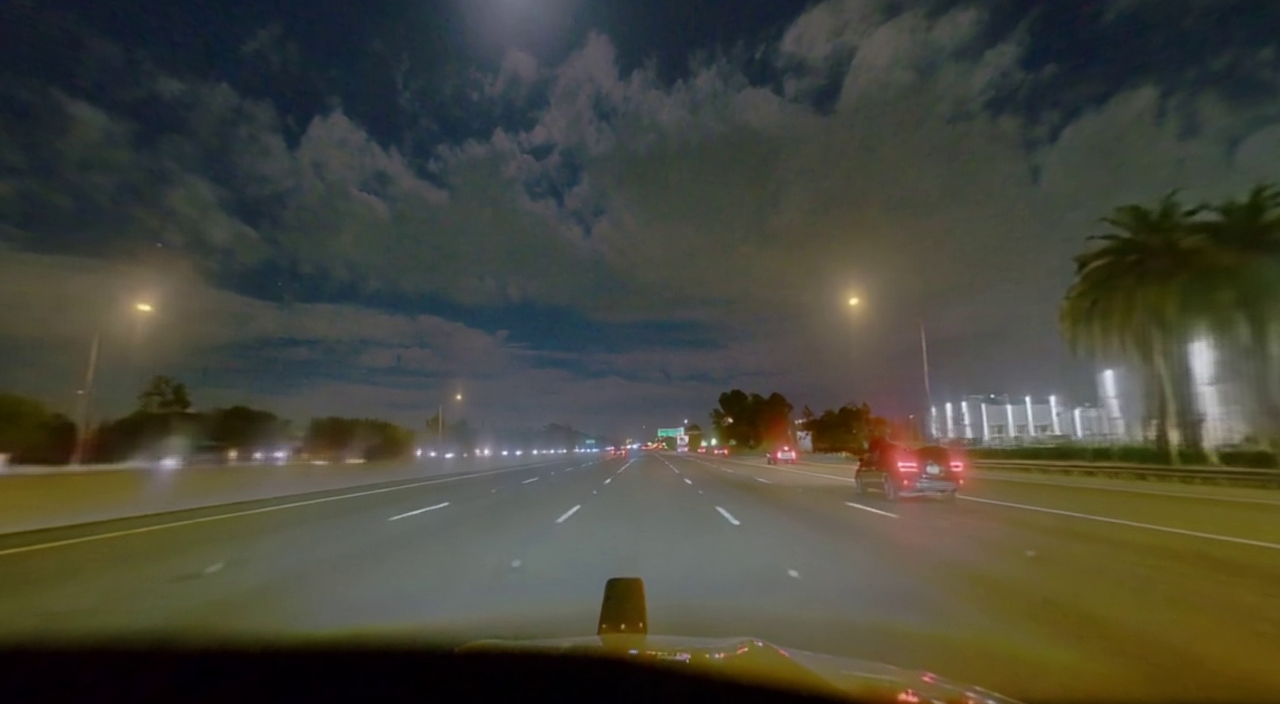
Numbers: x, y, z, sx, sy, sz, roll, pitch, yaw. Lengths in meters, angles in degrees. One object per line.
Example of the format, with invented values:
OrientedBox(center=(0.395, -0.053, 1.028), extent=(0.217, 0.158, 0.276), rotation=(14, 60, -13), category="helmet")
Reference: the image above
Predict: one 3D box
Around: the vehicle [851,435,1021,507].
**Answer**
OrientedBox(center=(7.264, 2.954, 16.145), extent=(2.071, 1.543, 4.702), rotation=(0, -8, 0), category="vehicle")

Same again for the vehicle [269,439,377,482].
OrientedBox(center=(-11.915, 4.086, 24.051), extent=(1.827, 1.457, 4.173), rotation=(0, -8, 1), category="vehicle")

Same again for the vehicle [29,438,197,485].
OrientedBox(center=(-18.771, 3.908, 22.844), extent=(1.872, 1.484, 4.776), rotation=(0, -8, 1), category="vehicle")
